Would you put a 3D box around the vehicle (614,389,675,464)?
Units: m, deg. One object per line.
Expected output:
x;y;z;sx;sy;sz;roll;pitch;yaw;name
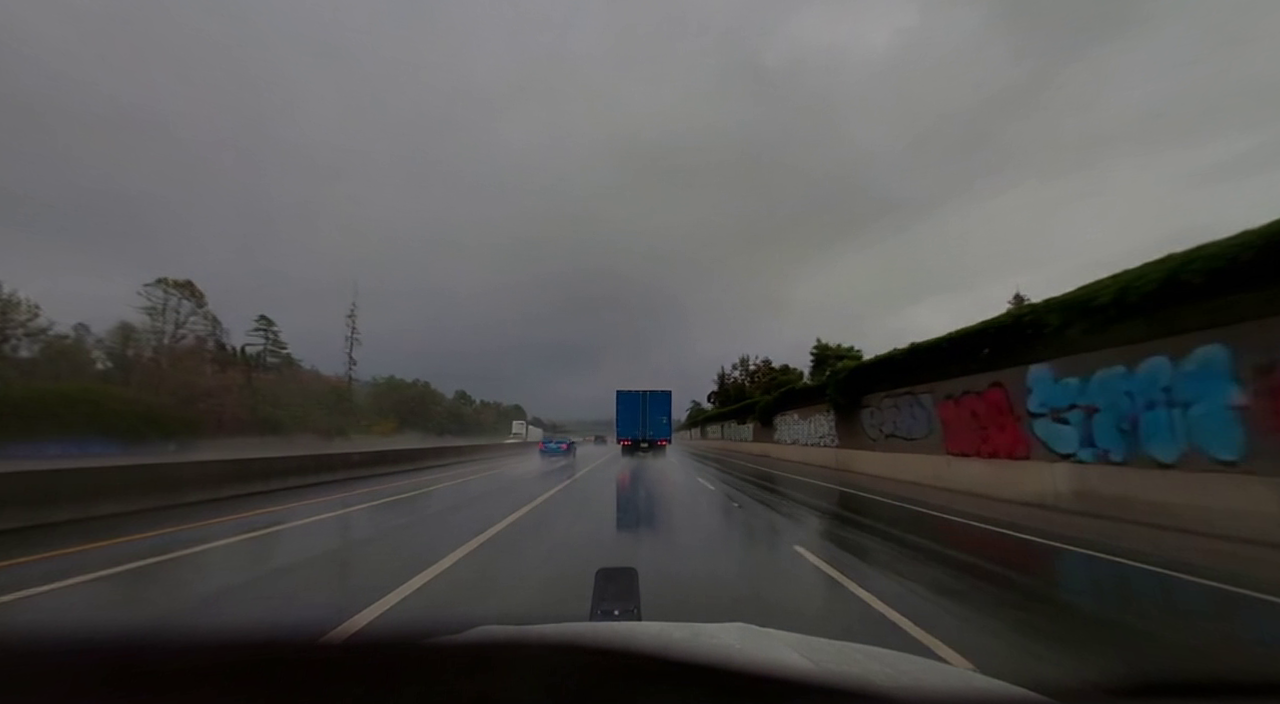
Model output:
0.122;4.256;35.498;2.927;3.649;9.443;0;-8;-1;vehicle

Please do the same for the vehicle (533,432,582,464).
-4.167;4.922;32.432;1.948;1.526;4.525;0;-8;0;vehicle
